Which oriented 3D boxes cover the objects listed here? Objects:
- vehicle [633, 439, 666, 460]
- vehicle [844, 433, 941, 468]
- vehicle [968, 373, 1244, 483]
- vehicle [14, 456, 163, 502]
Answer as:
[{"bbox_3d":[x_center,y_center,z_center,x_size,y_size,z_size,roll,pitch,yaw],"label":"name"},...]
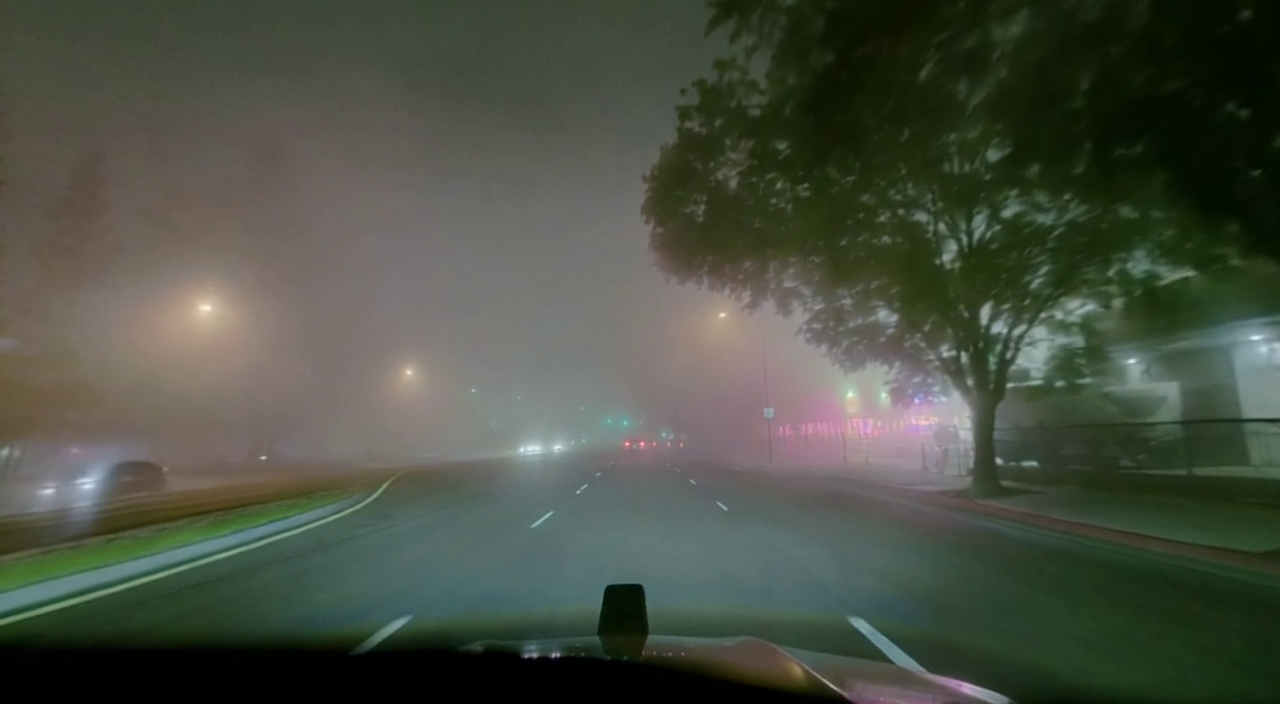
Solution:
[{"bbox_3d":[0.766,7.326,47.643,1.974,1.490,4.231,-1,-8,8],"label":"vehicle"},{"bbox_3d":[12.260,4.776,30.924,1.948,1.466,4.520,-1,-7,-16],"label":"vehicle"},{"bbox_3d":[15.523,2.615,21.504,6.641,3.391,3.387,0,-8,-3],"label":"vehicle"},{"bbox_3d":[-20.733,4.746,23.978,1.794,1.463,4.332,0,-8,-1],"label":"vehicle"}]
